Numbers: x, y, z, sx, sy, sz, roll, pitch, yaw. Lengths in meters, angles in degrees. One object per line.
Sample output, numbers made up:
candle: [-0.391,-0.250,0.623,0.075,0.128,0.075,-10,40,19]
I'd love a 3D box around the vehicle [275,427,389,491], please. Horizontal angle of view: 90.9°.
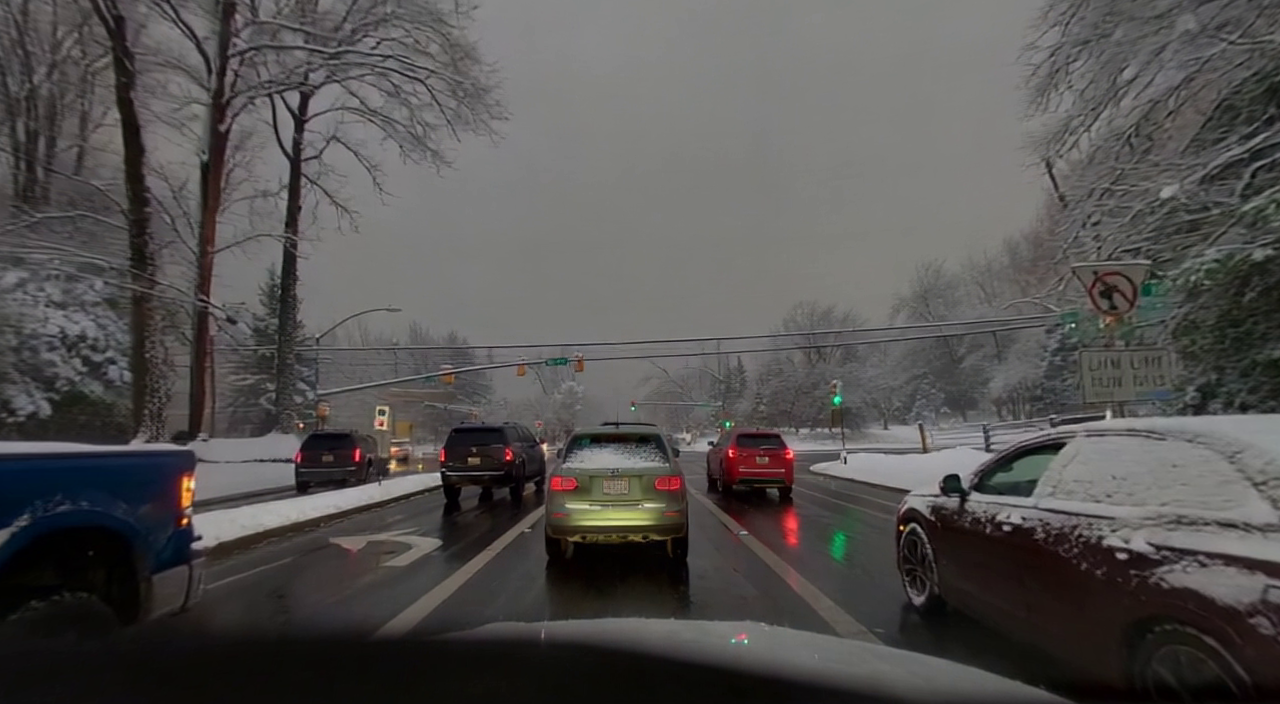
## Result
vehicle: [-9.320,3.249,19.582,2.385,1.687,5.025,2,-9,-17]

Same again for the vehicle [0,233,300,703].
vehicle: [-3.464,0.461,0.985,2.656,2.021,5.800,0,-8,-1]

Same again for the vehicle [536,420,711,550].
vehicle: [-0.216,1.942,9.821,2.194,1.607,3.690,0,-8,0]

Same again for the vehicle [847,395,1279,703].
vehicle: [3.005,1.150,3.855,1.874,1.477,4.698,0,-8,0]

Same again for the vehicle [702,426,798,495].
vehicle: [3.198,3.269,19.353,2.102,1.841,4.587,0,-8,0]

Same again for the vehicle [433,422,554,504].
vehicle: [-3.677,2.882,16.800,2.089,1.857,4.488,0,-8,1]
